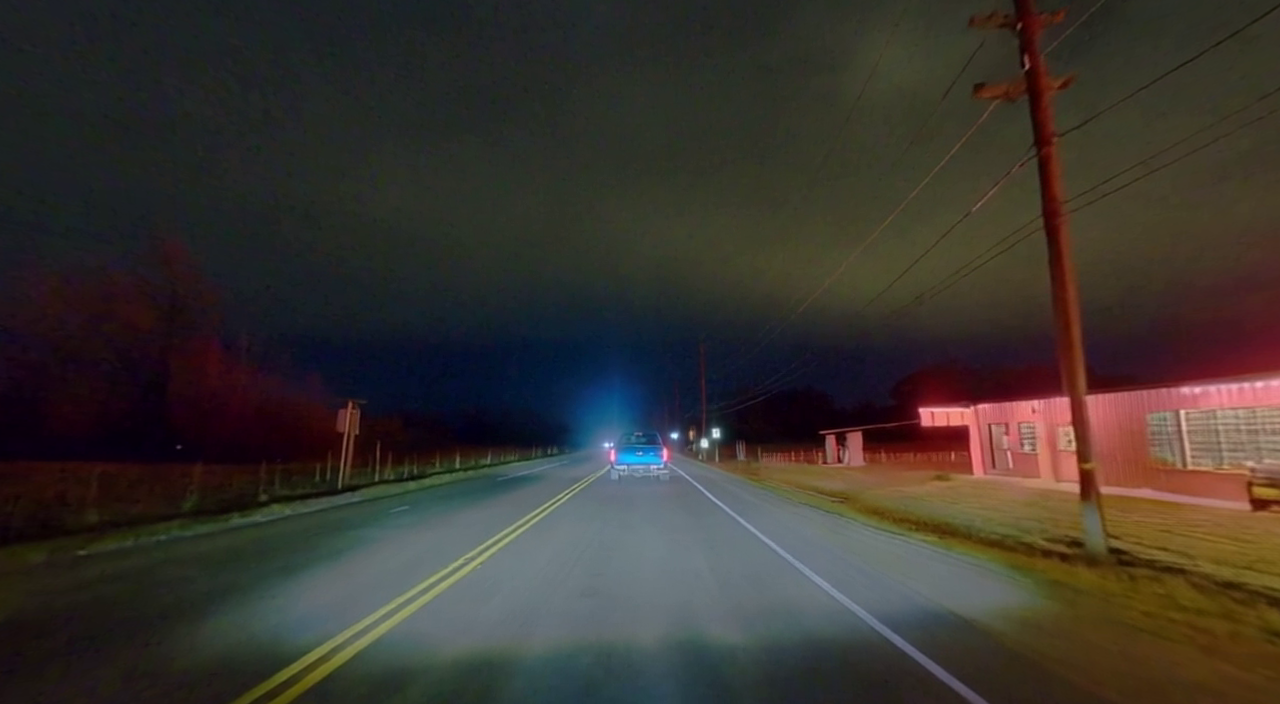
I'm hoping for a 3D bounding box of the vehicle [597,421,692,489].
[{"bbox_3d":[0.071,3.691,23.029,2.921,2.031,7.416,0,-8,-1],"label":"vehicle"}]
